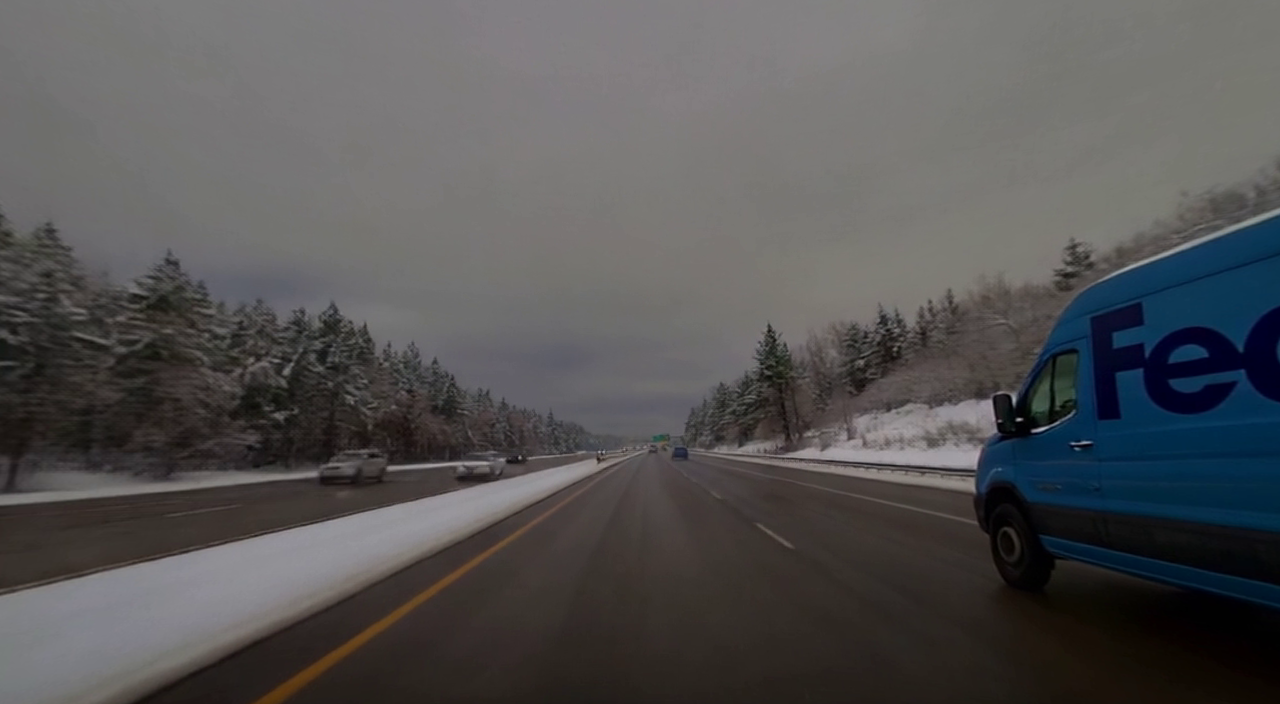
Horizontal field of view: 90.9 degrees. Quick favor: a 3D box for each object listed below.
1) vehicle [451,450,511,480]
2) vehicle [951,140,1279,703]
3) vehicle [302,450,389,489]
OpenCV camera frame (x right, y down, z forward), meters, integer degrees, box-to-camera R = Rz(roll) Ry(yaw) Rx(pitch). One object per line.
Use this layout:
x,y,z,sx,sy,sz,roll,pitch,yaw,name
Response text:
-8.533,6.081,34.204,2.050,1.462,4.387,0,-9,1,vehicle
3.925,0.333,2.141,2.522,2.556,6.180,0,-9,0,vehicle
-12.526,4.986,27.071,1.839,1.475,3.821,-1,-9,1,vehicle
